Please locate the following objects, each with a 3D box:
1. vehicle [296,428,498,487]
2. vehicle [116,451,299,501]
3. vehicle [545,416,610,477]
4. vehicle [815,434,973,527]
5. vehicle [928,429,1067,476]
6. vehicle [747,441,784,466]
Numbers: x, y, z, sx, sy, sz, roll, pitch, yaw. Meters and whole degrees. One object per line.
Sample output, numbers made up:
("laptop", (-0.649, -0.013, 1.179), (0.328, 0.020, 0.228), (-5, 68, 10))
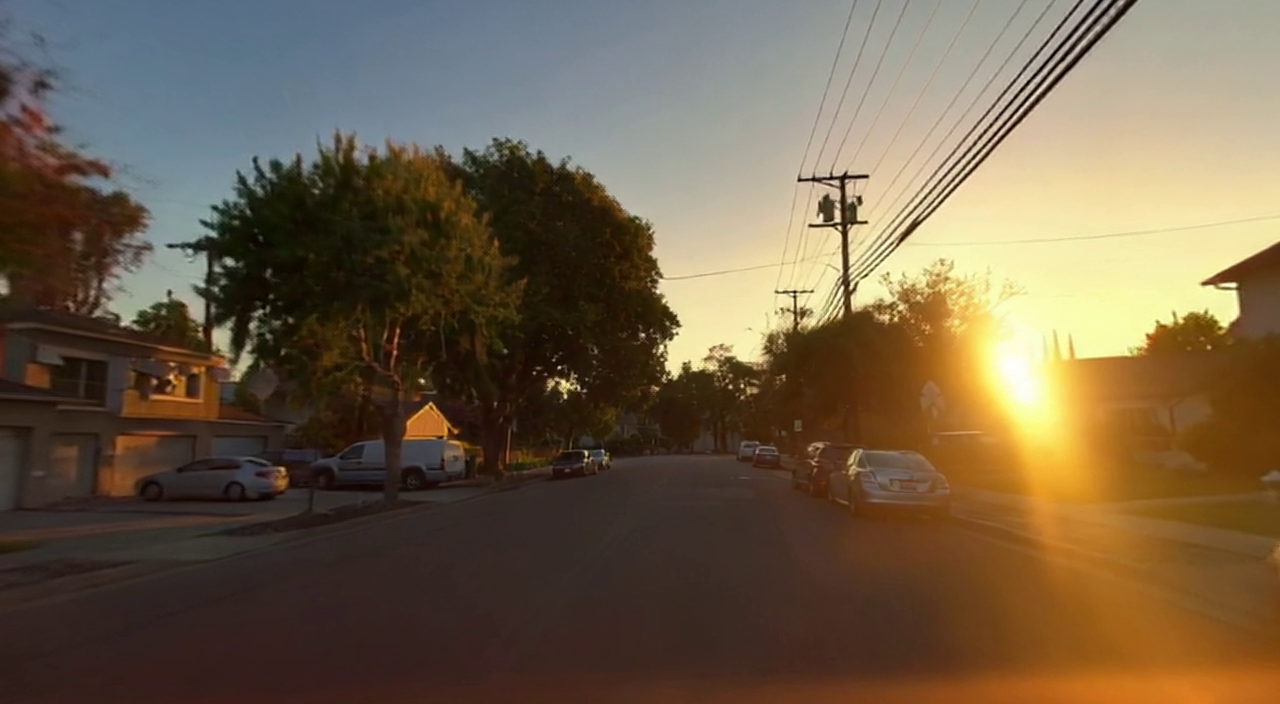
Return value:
("vehicle", (-8.809, 3.842, 23.302), (6.488, 2.009, 2.354), (-1, -8, 6))
("vehicle", (-13.325, 3.816, 19.645), (4.481, 1.420, 1.712), (0, -8, 4))
("vehicle", (-3.125, 4.962, 33.283), (2.199, 2.902, 5.848), (-1, -8, 6))
("vehicle", (4.592, 2.332, 12.063), (1.845, 1.453, 3.792), (-1, -8, 7))
("vehicle", (13.269, 3.742, 23.683), (4.075, 1.674, 1.811), (-1, -9, 8))
("vehicle", (7.665, 6.222, 38.865), (1.743, 1.440, 3.732), (-1, -8, 4))
